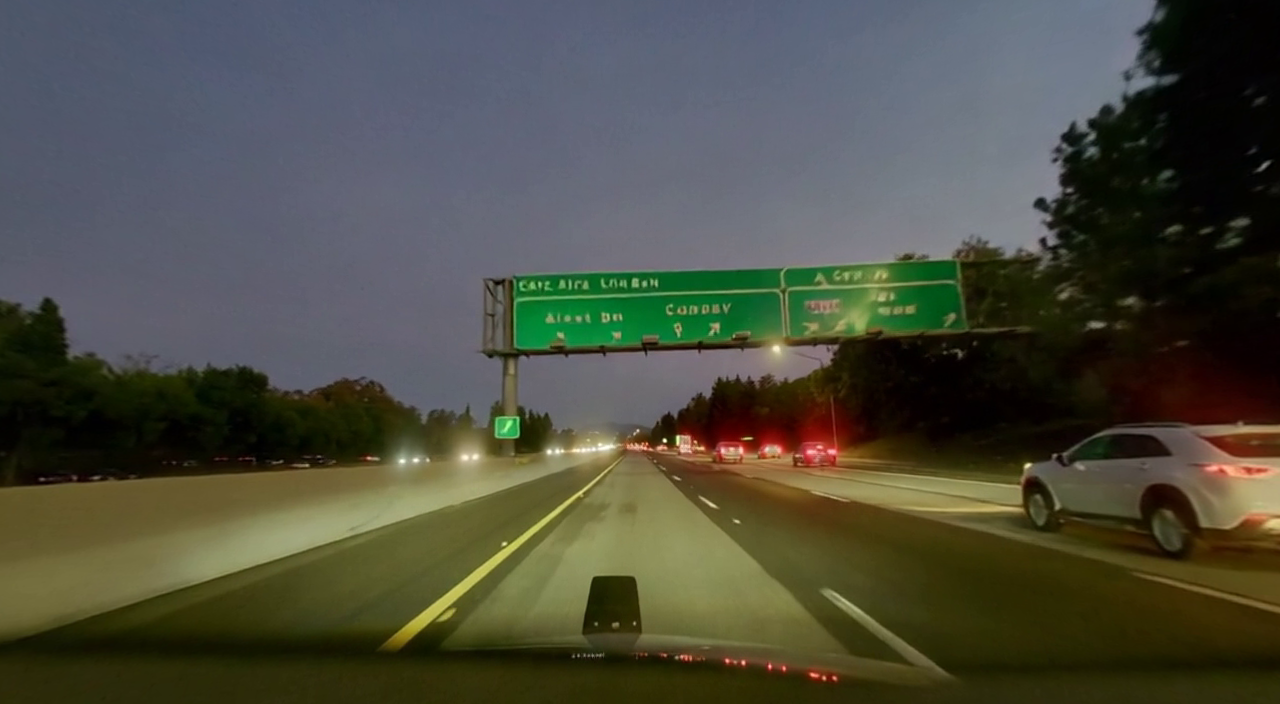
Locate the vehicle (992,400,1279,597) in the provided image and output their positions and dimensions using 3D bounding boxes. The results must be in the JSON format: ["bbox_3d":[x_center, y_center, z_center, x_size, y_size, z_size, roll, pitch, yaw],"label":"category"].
[{"bbox_3d":[6.450,1.513,7.155,2.052,1.660,4.837,0,-9,-1],"label":"vehicle"}]

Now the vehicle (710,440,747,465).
[{"bbox_3d":[6.411,7.349,46.311,2.030,1.706,4.279,0,-9,-1],"label":"vehicle"}]
